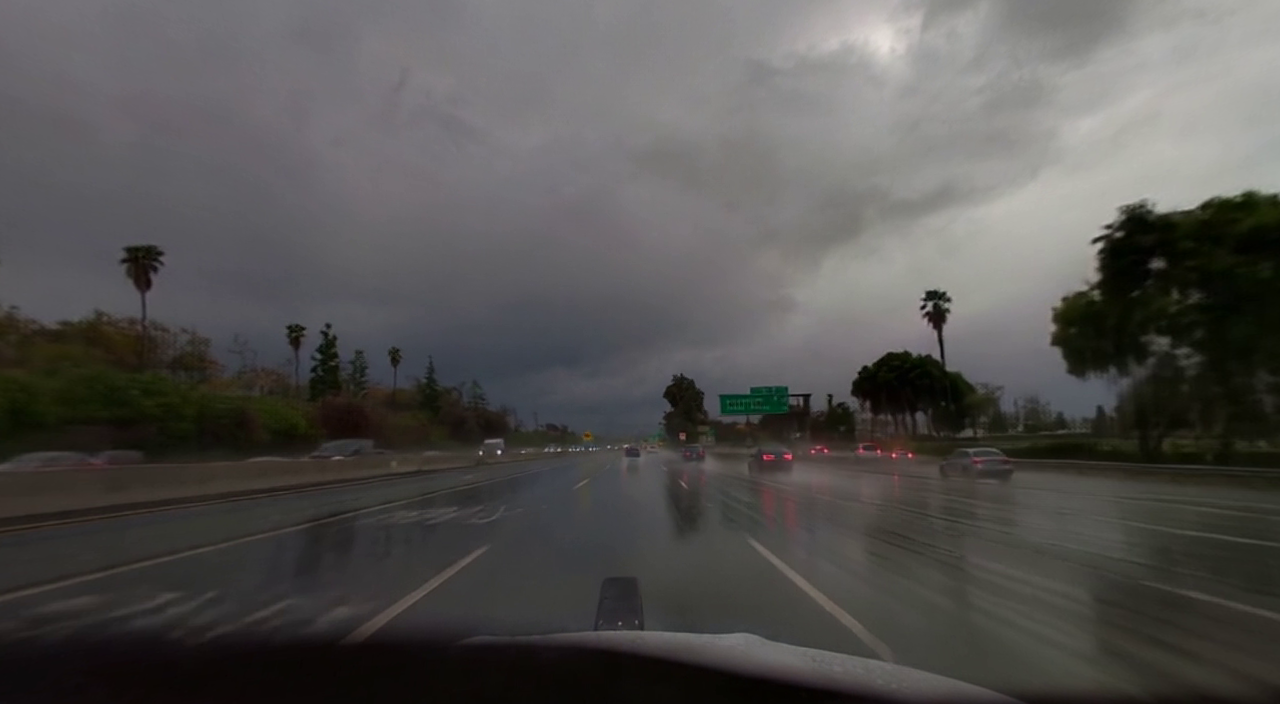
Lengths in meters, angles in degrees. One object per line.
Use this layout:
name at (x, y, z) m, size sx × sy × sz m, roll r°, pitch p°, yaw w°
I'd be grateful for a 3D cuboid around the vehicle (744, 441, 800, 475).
vehicle at (6.820, 5.522, 33.061) m, size 1.902 × 1.623 × 4.360 m, roll 0°, pitch -8°, yaw -1°

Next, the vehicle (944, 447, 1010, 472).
vehicle at (21.107, 6.735, 39.672) m, size 1.774 × 1.457 × 4.653 m, roll 0°, pitch -8°, yaw 3°

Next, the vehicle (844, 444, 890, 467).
vehicle at (17.231, 7.848, 47.934) m, size 1.887 × 1.642 × 4.592 m, roll 0°, pitch -8°, yaw 2°

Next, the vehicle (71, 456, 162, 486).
vehicle at (-32.401, 7.329, 39.117) m, size 1.821 × 1.655 × 4.534 m, roll 0°, pitch -8°, yaw -2°

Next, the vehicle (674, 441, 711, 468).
vehicle at (3.468, 6.829, 42.114) m, size 2.035 × 1.704 × 3.867 m, roll 0°, pitch -8°, yaw -1°

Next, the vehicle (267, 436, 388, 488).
vehicle at (-12.663, 4.477, 26.011) m, size 2.256 × 1.886 × 5.220 m, roll 0°, pitch -8°, yaw 0°

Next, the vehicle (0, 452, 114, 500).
vehicle at (-23.968, 4.899, 25.258) m, size 1.914 × 1.698 × 4.353 m, roll 0°, pitch -8°, yaw 0°
